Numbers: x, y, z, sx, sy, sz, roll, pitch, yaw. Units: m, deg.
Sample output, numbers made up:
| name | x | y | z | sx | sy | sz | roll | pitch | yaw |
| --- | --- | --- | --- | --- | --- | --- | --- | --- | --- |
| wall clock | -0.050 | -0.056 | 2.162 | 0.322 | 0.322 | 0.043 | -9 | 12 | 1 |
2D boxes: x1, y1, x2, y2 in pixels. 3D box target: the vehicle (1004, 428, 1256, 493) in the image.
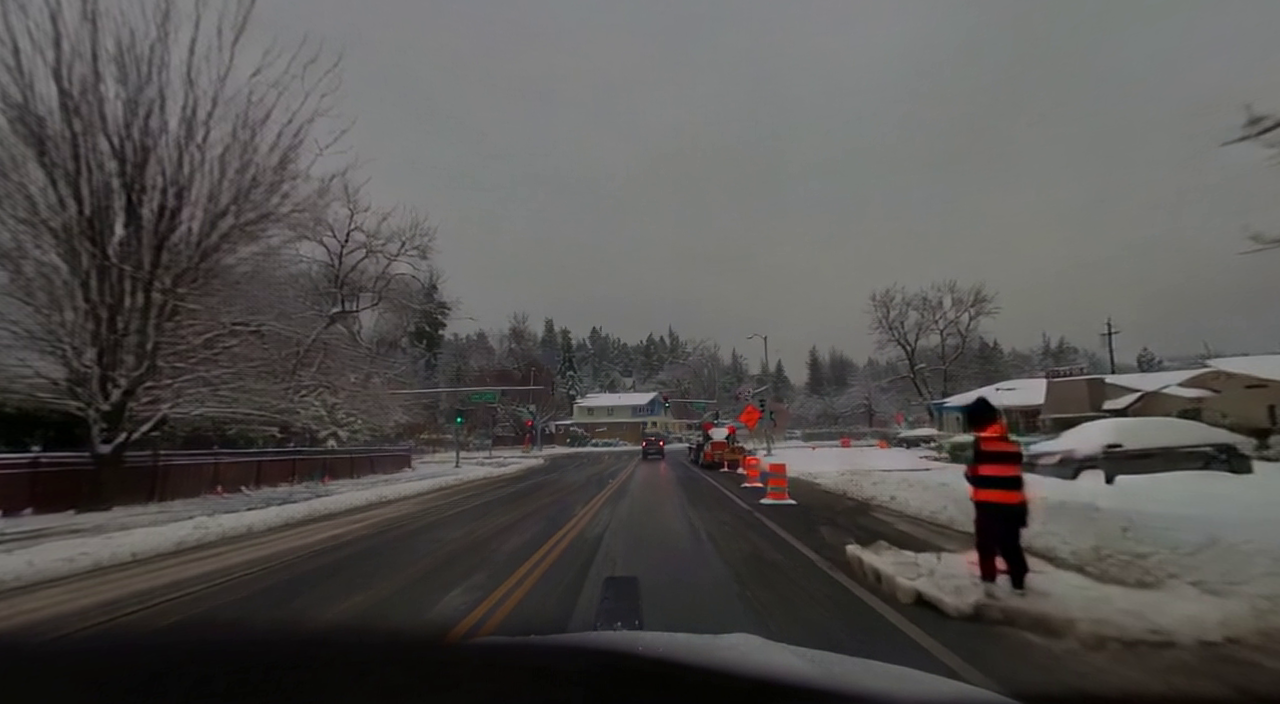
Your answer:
| name | x | y | z | sx | sy | sz | roll | pitch | yaw |
| --- | --- | --- | --- | --- | --- | --- | --- | --- | --- |
| vehicle | 11.706 | 2.611 | 15.340 | 4.463 | 1.466 | 1.813 | -1 | -8 | 5 |

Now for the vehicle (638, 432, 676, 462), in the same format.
| name | x | y | z | sx | sy | sz | roll | pitch | yaw |
| --- | --- | --- | --- | --- | --- | --- | --- | --- | --- |
| vehicle | 1.011 | 5.819 | 38.599 | 2.151 | 1.708 | 4.084 | 0 | -8 | 1 |

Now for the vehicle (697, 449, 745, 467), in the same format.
| name | x | y | z | sx | sy | sz | roll | pitch | yaw |
| --- | --- | --- | --- | --- | --- | --- | --- | --- | --- |
| vehicle | 4.169 | 5.535 | 32.925 | 2.123 | 0.883 | 3.024 | 0 | -8 | 1 |
